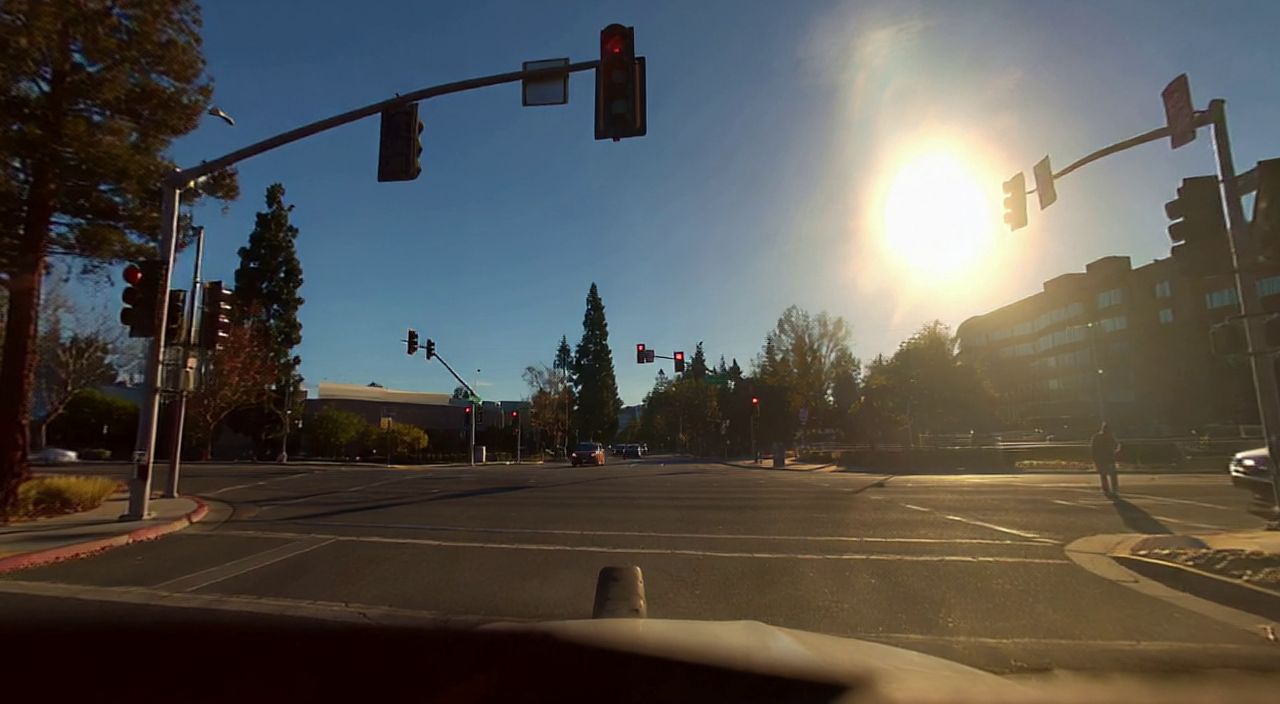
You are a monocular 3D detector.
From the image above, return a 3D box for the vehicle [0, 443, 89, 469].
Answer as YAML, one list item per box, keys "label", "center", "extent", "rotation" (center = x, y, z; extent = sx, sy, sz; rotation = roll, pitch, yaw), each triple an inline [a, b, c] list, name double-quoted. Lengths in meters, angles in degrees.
- label: "vehicle"
  center: [-35.655, 6.180, 37.562]
  extent: [4.588, 1.484, 2.000]
  rotation: [-3, -9, 15]

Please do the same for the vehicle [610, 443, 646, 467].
- label: "vehicle"
  center: [-0.862, 6.842, 42.057]
  extent: [2.056, 1.492, 3.937]
  rotation: [1, -9, -6]

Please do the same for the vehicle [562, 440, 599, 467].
- label: "vehicle"
  center: [-4.106, 7.103, 44.257]
  extent: [2.251, 1.756, 4.610]
  rotation: [0, -9, -1]

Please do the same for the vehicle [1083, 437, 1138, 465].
- label: "vehicle"
  center: [26.967, 5.654, 36.146]
  extent: [2.092, 1.474, 4.046]
  rotation: [-8, -11, 40]
